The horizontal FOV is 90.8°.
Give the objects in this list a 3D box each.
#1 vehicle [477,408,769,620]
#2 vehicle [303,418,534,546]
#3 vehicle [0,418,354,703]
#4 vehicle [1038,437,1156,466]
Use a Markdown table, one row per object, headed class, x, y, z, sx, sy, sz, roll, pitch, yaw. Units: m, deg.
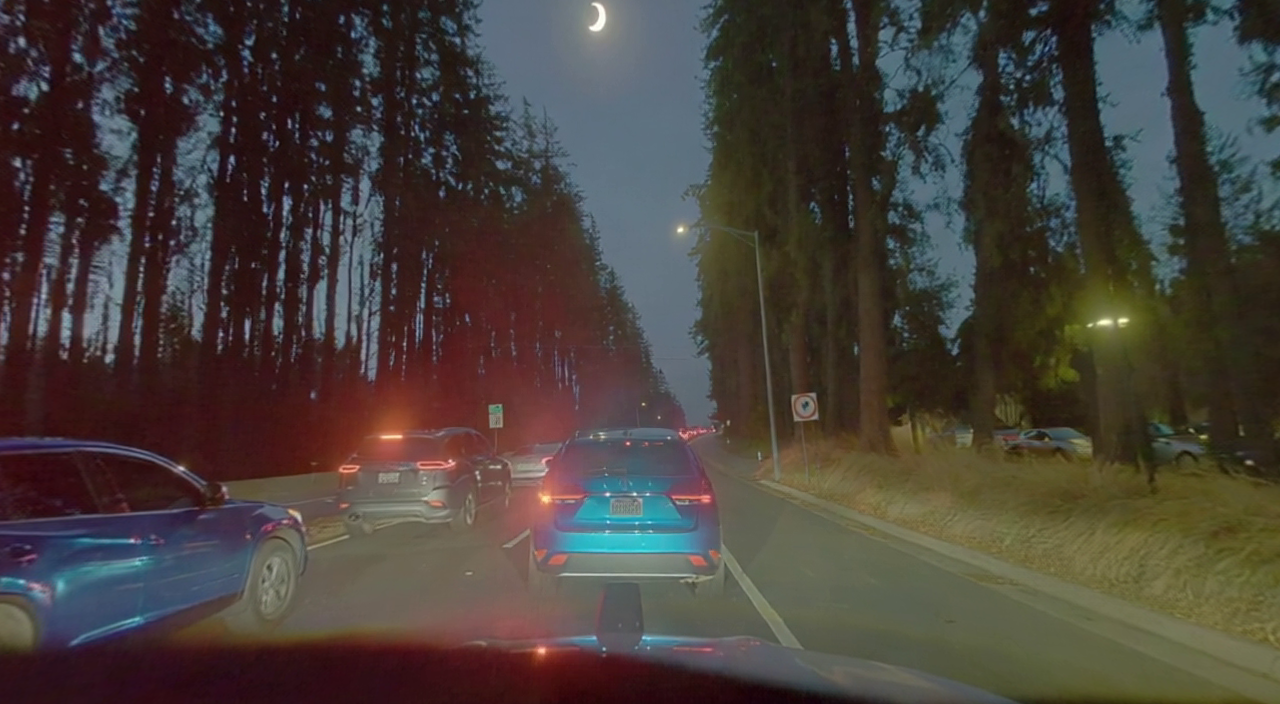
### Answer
| class | x | y | z | sx | sy | sz | roll | pitch | yaw |
| --- | --- | --- | --- | --- | --- | --- | --- | --- | --- |
| vehicle | -0.036 | 1.521 | 6.842 | 2.229 | 1.591 | 3.897 | -1 | -8 | 3 |
| vehicle | -3.446 | 2.125 | 11.053 | 2.188 | 1.745 | 4.618 | 0 | -8 | 2 |
| vehicle | -3.711 | 1.159 | 3.647 | 1.922 | 1.464 | 4.424 | 0 | -8 | 2 |
| vehicle | 28.464 | 6.207 | 39.457 | 5.955 | 1.702 | 2.166 | 1 | -8 | -6 |
